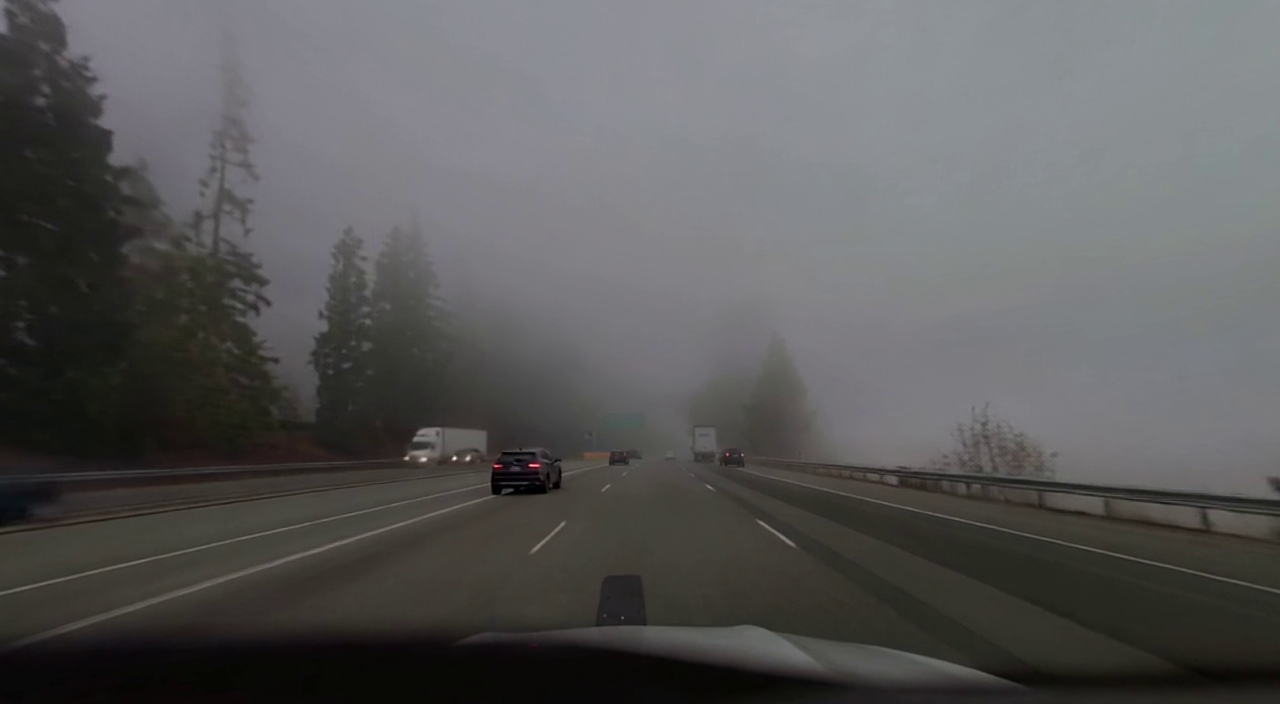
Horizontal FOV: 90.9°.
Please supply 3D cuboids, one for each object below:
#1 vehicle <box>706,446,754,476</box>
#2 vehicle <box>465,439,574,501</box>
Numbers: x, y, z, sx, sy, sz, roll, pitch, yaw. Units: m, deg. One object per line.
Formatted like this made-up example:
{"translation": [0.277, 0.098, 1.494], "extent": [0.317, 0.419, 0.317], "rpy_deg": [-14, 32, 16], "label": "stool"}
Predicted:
{"translation": [5.034, 6.151, 35.697], "extent": [2.176, 1.598, 3.878], "rpy_deg": [0, -9, 1], "label": "vehicle"}
{"translation": [-3.281, 3.345, 18.277], "extent": [2.085, 1.530, 4.809], "rpy_deg": [0, -9, 2], "label": "vehicle"}
